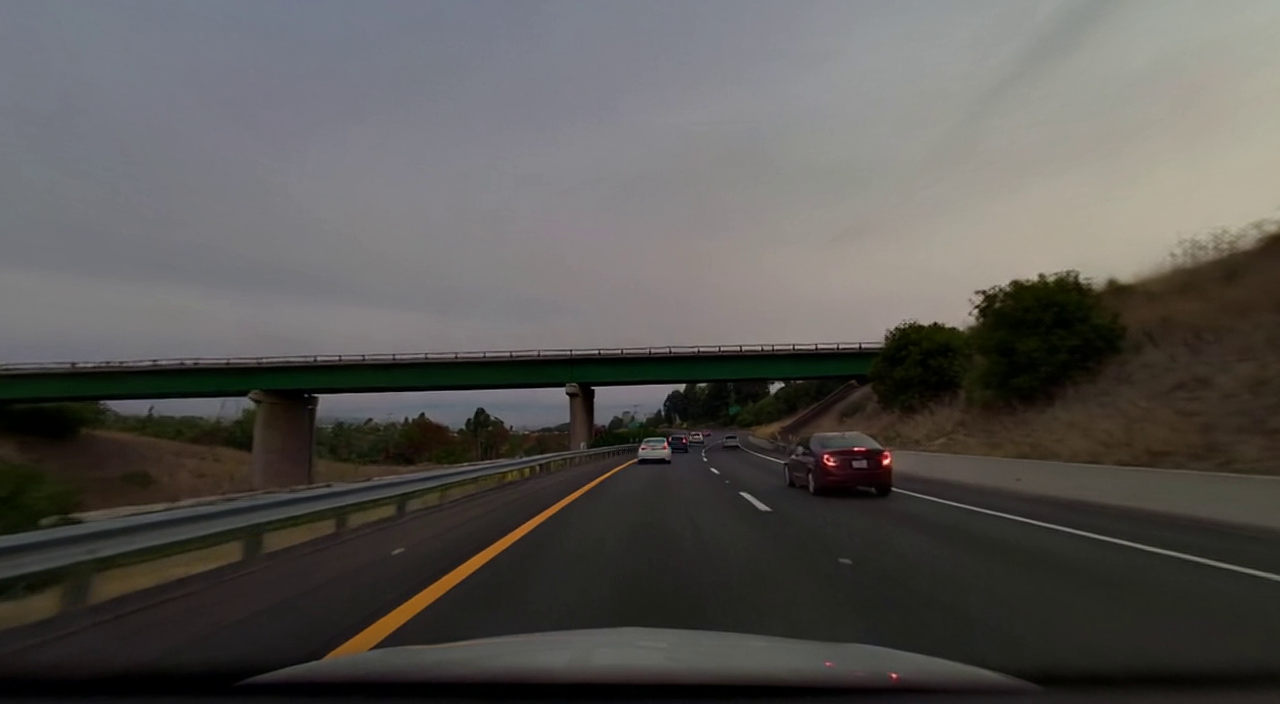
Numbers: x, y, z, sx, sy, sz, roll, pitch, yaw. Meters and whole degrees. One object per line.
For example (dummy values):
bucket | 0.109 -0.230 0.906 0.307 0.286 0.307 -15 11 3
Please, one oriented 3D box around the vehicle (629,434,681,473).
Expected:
vehicle | 0.659 4.162 26.026 1.993 1.461 3.812 -1 -8 3

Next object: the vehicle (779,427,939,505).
vehicle | 4.704 2.526 14.408 2.163 1.489 4.470 0 -8 2
